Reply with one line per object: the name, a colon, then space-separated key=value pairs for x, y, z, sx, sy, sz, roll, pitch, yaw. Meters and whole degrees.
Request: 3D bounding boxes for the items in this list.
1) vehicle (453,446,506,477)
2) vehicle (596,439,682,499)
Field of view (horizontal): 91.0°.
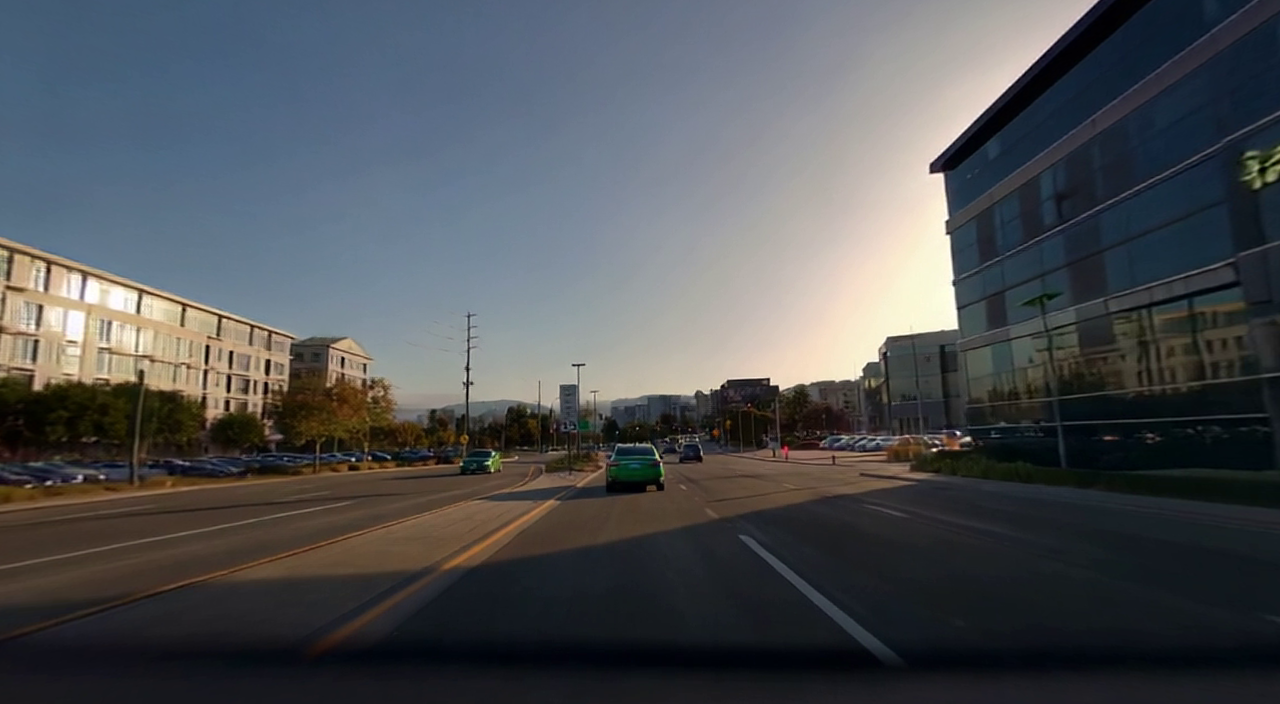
vehicle: x=-9.230 y=6.313 z=36.547 sx=1.903 sy=1.476 sz=4.395 roll=-5 pitch=-8 yaw=-1
vehicle: x=-0.063 y=3.202 z=17.596 sx=2.126 sy=1.475 sz=3.967 roll=0 pitch=-8 yaw=-1
